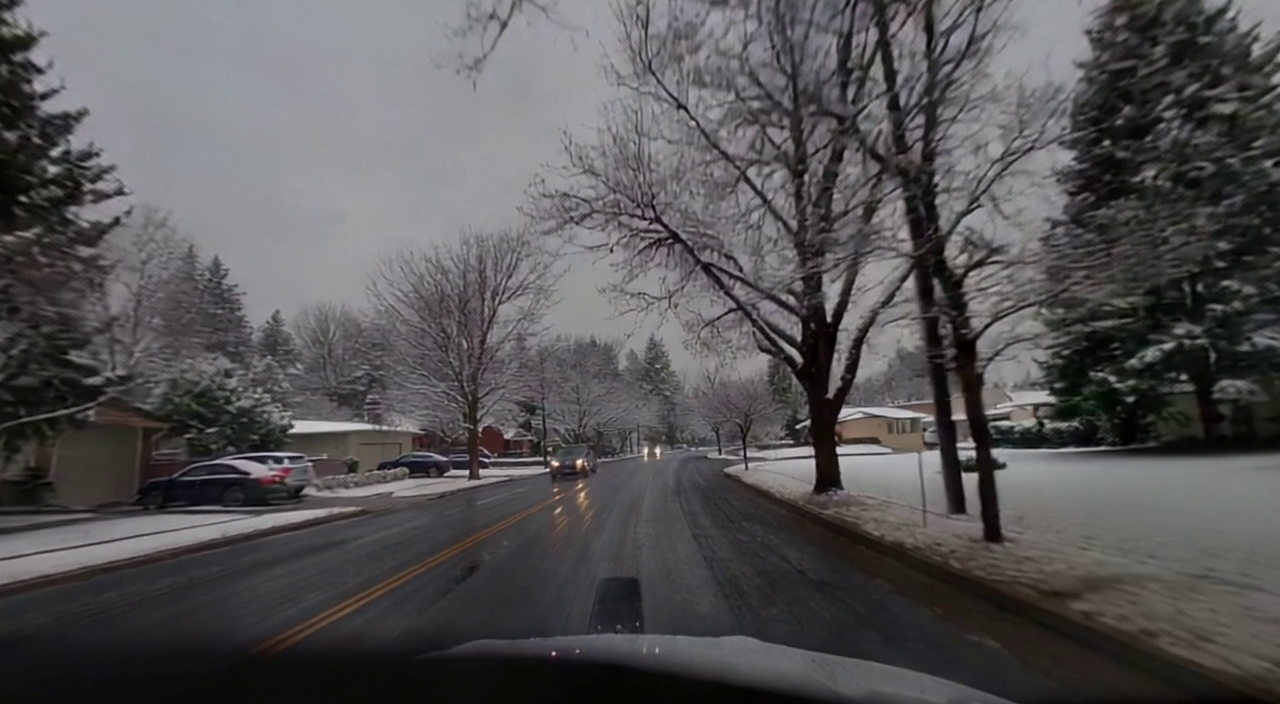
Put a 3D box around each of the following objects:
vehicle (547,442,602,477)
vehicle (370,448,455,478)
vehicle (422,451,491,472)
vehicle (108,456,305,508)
[{"bbox_3d":[-3.431,5.735,33.945,2.131,1.731,4.533,-1,-9,4],"label":"vehicle"},{"bbox_3d":[-13.321,6.506,37.144,4.237,1.687,1.970,0,-9,-2],"label":"vehicle"},{"bbox_3d":[-13.342,7.967,46.028,4.370,1.482,1.926,-1,-9,6],"label":"vehicle"},{"bbox_3d":[-13.573,4.083,20.055,4.703,1.487,2.002,1,-9,-2],"label":"vehicle"}]
